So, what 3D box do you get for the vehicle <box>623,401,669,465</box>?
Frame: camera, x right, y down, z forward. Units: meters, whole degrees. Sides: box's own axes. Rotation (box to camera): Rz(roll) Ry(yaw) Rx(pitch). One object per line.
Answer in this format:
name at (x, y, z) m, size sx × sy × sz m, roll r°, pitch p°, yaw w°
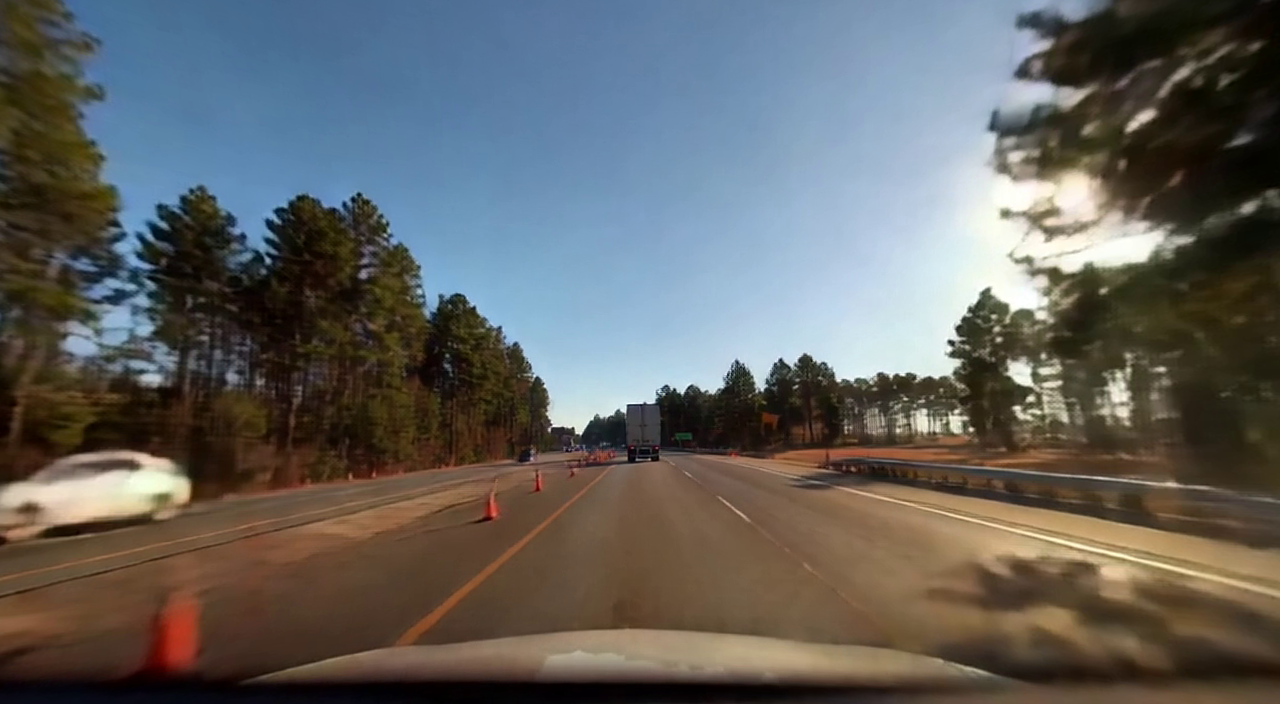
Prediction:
vehicle at (0.264, 6.000, 46.035) m, size 2.935 × 4.068 × 11.036 m, roll 0°, pitch -9°, yaw -1°
